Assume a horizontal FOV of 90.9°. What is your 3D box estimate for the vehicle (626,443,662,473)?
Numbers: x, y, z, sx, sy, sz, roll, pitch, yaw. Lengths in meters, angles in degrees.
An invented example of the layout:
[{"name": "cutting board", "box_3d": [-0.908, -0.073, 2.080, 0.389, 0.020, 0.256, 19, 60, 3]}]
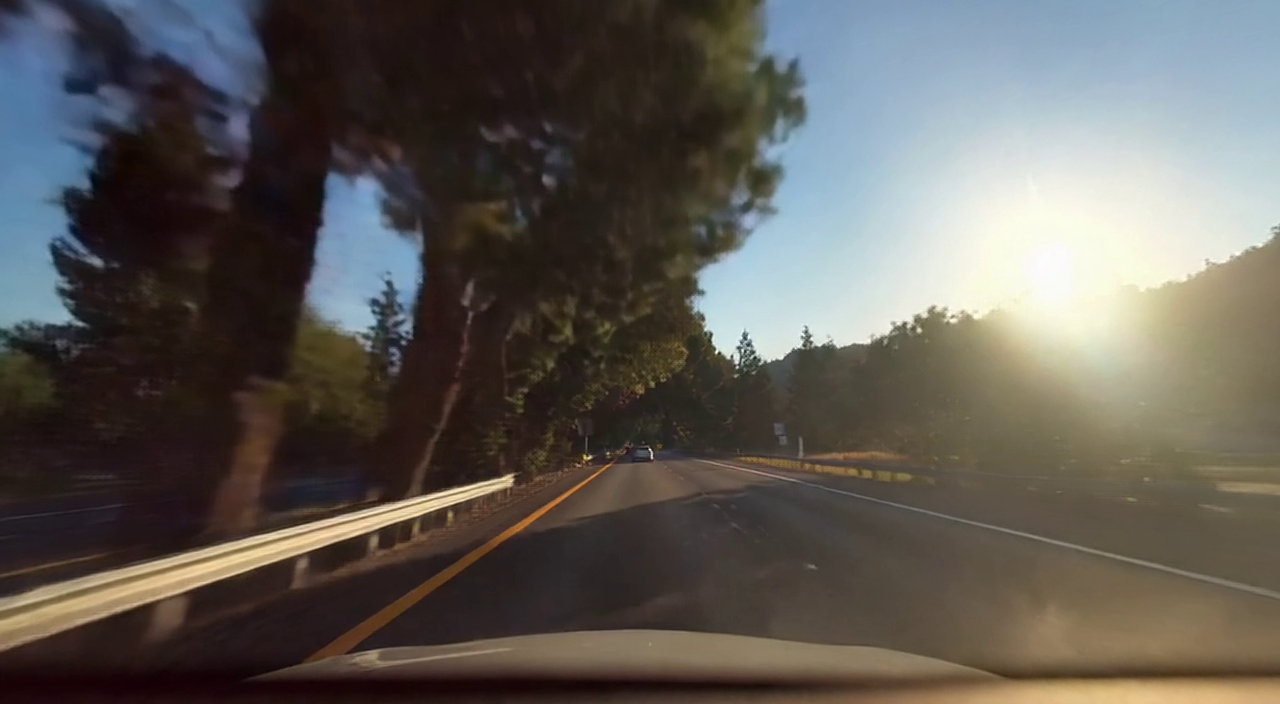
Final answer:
[{"name": "vehicle", "box_3d": [0.218, 6.201, 37.028, 1.987, 1.658, 3.620, 0, -9, 0]}]
